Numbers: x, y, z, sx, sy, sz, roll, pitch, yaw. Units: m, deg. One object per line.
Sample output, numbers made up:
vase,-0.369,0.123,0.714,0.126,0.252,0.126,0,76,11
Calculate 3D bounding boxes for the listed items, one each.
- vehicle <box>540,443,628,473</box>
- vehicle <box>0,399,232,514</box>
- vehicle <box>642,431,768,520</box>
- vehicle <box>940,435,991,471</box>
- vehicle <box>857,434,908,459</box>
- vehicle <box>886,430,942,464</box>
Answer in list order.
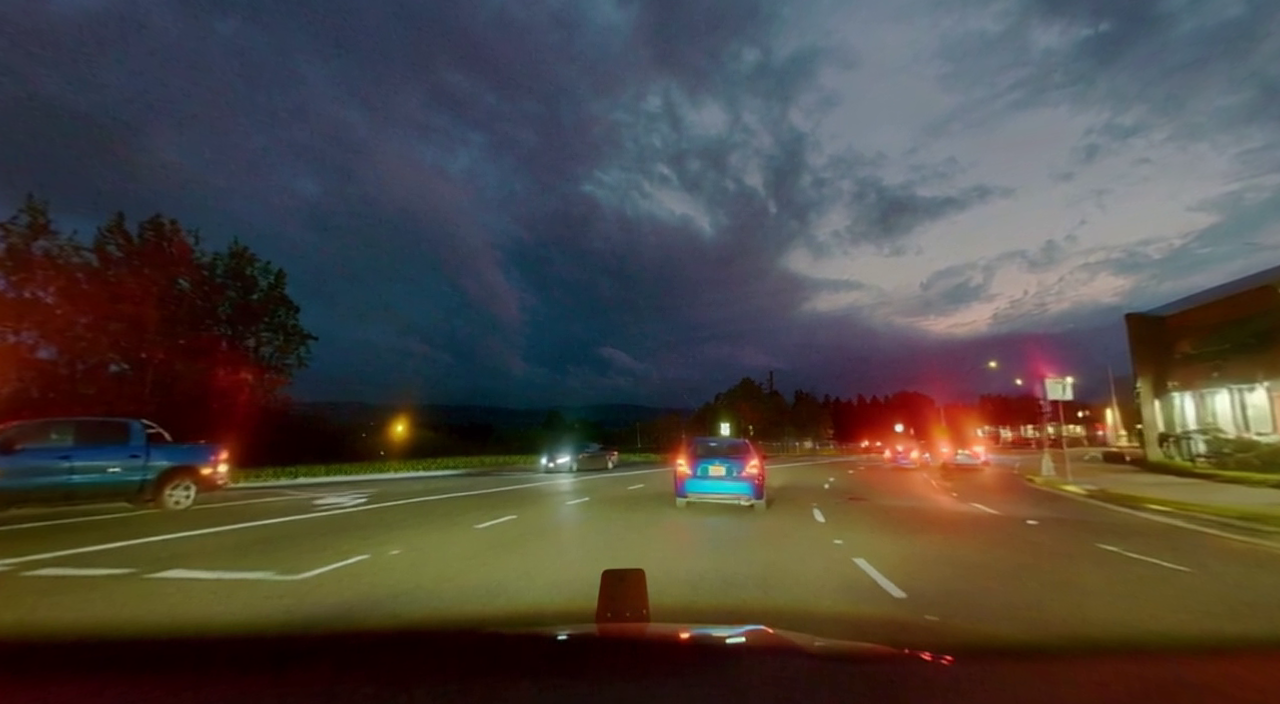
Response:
vehicle,-2.835,5.495,32.979,1.852,1.452,4.759,-7,-11,38
vehicle,-15.709,2.806,17.158,2.287,2.780,7.166,-7,-10,36
vehicle,1.392,2.399,12.762,2.118,1.480,3.949,-2,-8,8
vehicle,15.025,4.621,28.992,1.822,1.555,3.574,-5,-10,30
vehicle,17.791,6.910,46.117,2.170,1.658,4.215,-7,-11,39
vehicle,15.815,5.473,36.253,2.212,1.790,4.768,-5,-10,31
